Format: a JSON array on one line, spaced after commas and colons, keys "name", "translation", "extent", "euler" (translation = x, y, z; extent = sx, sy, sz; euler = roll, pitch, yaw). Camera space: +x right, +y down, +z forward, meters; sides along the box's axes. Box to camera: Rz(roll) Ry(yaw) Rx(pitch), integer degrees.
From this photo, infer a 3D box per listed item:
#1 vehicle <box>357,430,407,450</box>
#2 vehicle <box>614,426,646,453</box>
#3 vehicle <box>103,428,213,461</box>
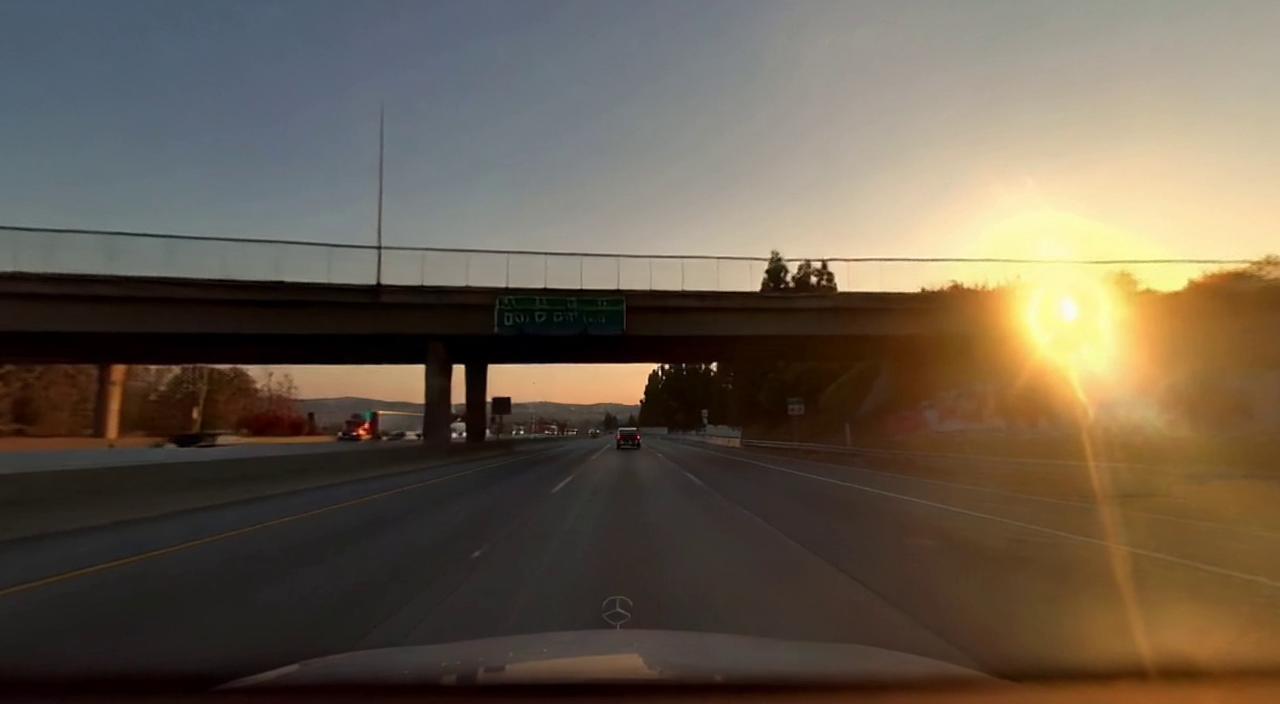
[{"name": "vehicle", "translation": [-20.189, 6.905, 49.514], "extent": [1.823, 1.506, 4.663], "euler": [0, -8, 1]}, {"name": "vehicle", "translation": [-0.803, 6.590, 47.319], "extent": [2.277, 1.913, 4.510], "euler": [0, -7, -2]}, {"name": "vehicle", "translation": [-23.212, 4.466, 30.584], "extent": [1.828, 1.475, 4.273], "euler": [0, -8, 2]}]
